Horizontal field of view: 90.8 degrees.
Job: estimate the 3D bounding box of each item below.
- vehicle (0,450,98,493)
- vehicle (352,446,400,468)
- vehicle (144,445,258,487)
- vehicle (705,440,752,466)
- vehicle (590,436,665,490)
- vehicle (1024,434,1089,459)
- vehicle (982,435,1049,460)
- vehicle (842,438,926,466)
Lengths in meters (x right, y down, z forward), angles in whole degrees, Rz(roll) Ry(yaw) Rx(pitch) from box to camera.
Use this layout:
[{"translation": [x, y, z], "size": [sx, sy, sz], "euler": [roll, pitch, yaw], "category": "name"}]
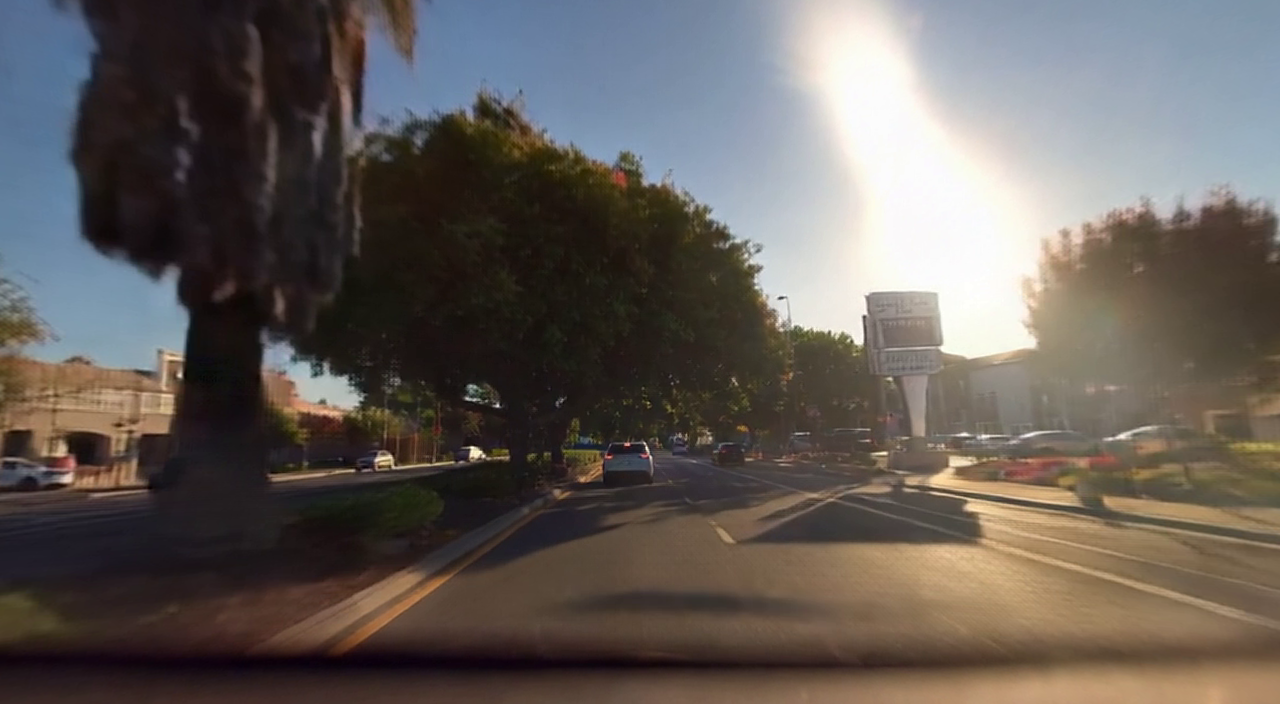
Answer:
[{"translation": [-27.018, 5.249, 28.118], "size": [1.934, 1.736, 4.341], "euler": [0, -9, -1], "category": "vehicle"}, {"translation": [-19.605, 7.799, 47.102], "size": [1.862, 1.606, 4.071], "euler": [0, -9, -1], "category": "vehicle"}, {"translation": [-19.253, 4.991, 27.997], "size": [2.021, 1.666, 4.247], "euler": [0, -9, -1], "category": "vehicle"}, {"translation": [5.664, 6.574, 41.219], "size": [2.244, 1.618, 4.585], "euler": [0, -9, -2], "category": "vehicle"}, {"translation": [-0.352, 3.454, 19.898], "size": [2.106, 1.496, 3.964], "euler": [0, -9, 0], "category": "vehicle"}, {"translation": [29.746, 6.786, 45.299], "size": [1.890, 1.640, 4.064], "euler": [0, -9, 1], "category": "vehicle"}, {"translation": [26.918, 6.885, 45.483], "size": [2.045, 1.690, 4.761], "euler": [0, -9, 4], "category": "vehicle"}, {"translation": [15.340, 6.293, 39.810], "size": [4.358, 1.732, 2.129], "euler": [1, -9, -3], "category": "vehicle"}]
